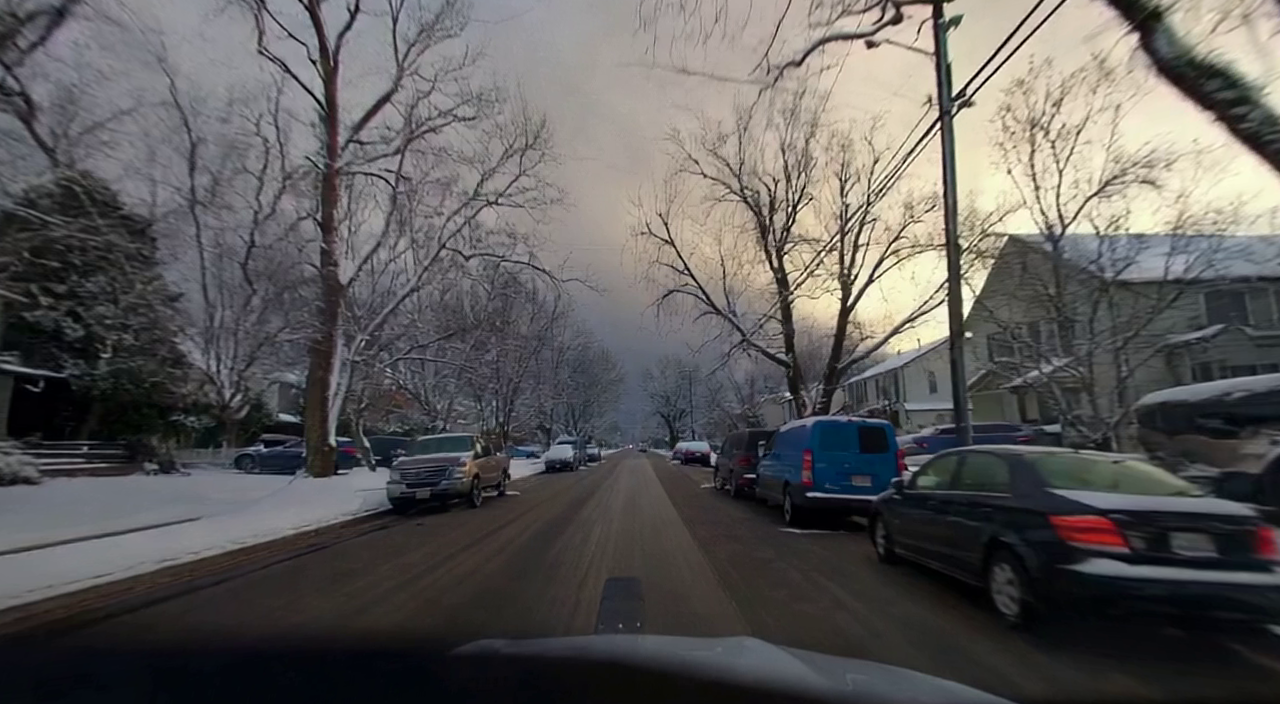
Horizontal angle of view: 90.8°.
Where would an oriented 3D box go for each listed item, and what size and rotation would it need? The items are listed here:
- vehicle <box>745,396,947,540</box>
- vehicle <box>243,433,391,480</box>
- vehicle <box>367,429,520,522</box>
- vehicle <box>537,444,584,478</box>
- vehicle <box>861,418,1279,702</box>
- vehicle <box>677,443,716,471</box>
[{"bbox_3d":[3.522,2.122,12.024,2.144,2.166,4.766,0,-9,-1],"label":"vehicle"},{"bbox_3d":[-12.854,4.170,25.386,4.739,1.744,2.135,0,-8,-1],"label":"vehicle"},{"bbox_3d":[-4.878,3.112,16.855,2.364,1.968,5.671,-1,-8,-1],"label":"vehicle"},{"bbox_3d":[-4.773,6.592,38.538,2.116,1.659,4.832,-3,-7,1],"label":"vehicle"},{"bbox_3d":[3.992,1.537,6.060,1.908,1.543,5.022,0,-9,0],"label":"vehicle"},{"bbox_3d":[3.901,7.373,44.608,2.152,1.810,5.846,0,-9,0],"label":"vehicle"}]
